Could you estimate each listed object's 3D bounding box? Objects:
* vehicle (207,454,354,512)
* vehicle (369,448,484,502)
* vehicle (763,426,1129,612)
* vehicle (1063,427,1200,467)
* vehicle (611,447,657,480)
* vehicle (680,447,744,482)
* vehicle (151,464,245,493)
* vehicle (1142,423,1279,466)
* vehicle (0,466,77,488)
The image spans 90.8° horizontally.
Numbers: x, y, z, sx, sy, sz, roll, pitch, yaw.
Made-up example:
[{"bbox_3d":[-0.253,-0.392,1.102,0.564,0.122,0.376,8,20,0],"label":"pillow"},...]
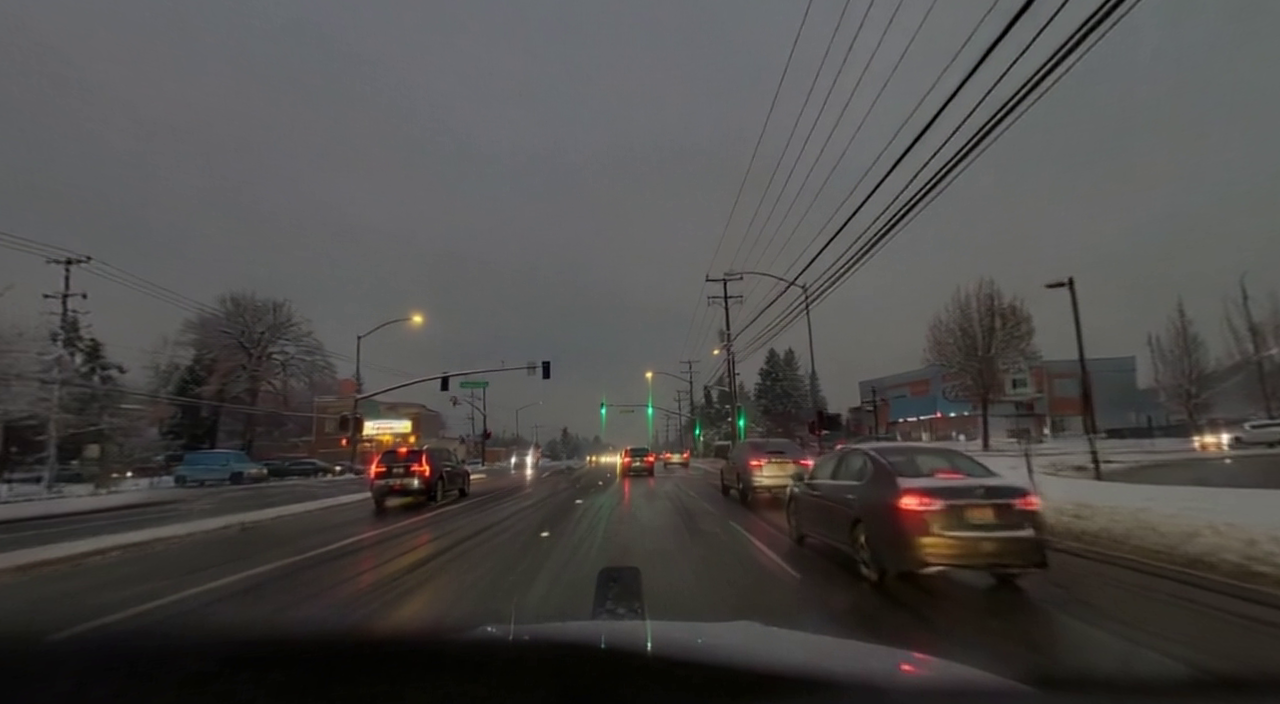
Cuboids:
[{"bbox_3d":[-10.908,3.968,19.657,1.985,1.512,4.433,-1,-9,0],"label":"vehicle"},{"bbox_3d":[-6.437,3.728,19.590,2.075,1.470,4.190,-1,-9,0],"label":"vehicle"},{"bbox_3d":[2.946,1.696,7.406,1.945,1.470,4.363,0,-9,-2],"label":"vehicle"},{"bbox_3d":[19.969,3.916,25.988,2.140,1.485,4.425,-1,-9,2],"label":"vehicle"},{"bbox_3d":[-0.320,5.361,30.656,2.065,1.484,3.894,0,-9,-1],"label":"vehicle"},{"bbox_3d":[3.170,5.092,28.909,2.208,1.436,4.542,0,-9,-2],"label":"vehicle"},{"bbox_3d":[-27.851,7.940,39.838,4.989,1.567,2.075,-2,-10,17],"label":"vehicle"},{"bbox_3d":[24.042,3.846,26.135,1.934,1.570,5.073,1,-9,-7],"label":"vehicle"},{"bbox_3d":[-47.047,9.681,48.923,4.812,1.493,1.991,0,-9,-1],"label":"vehicle"}]
